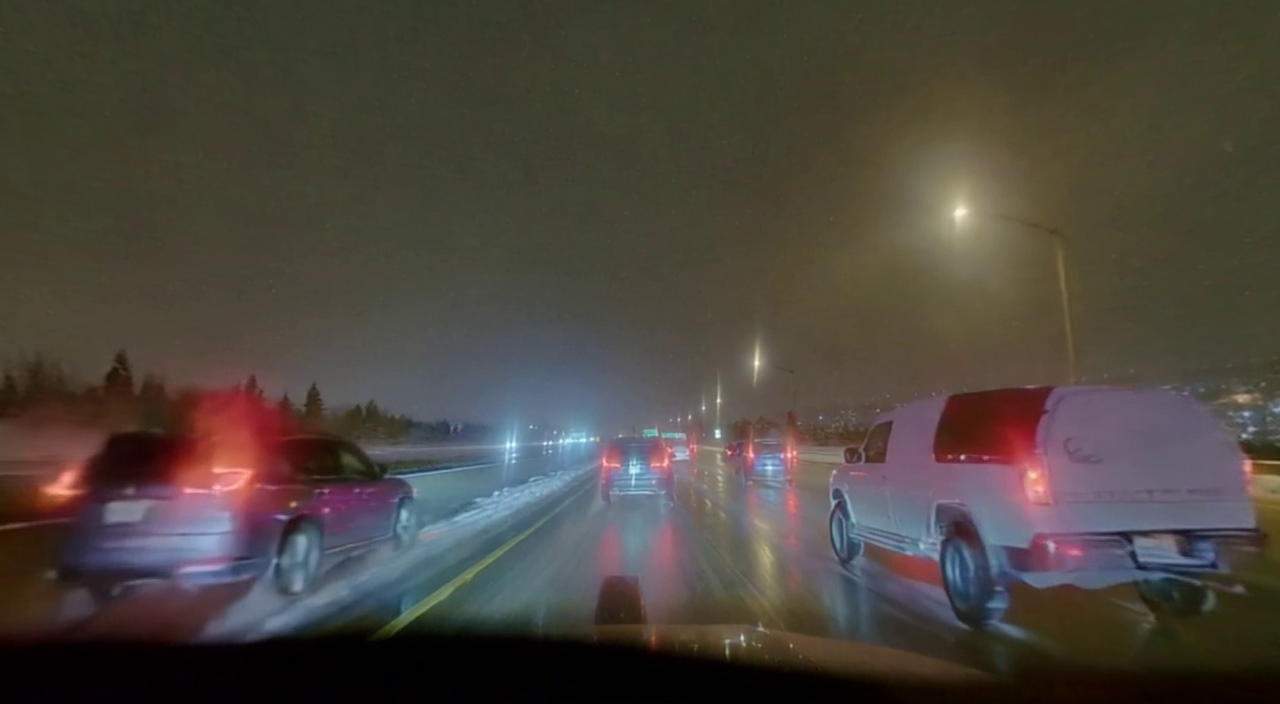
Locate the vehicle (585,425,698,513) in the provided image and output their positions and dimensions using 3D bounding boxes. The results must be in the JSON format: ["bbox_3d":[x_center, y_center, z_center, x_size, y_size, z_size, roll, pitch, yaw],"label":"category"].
[{"bbox_3d":[0.028,2.495,13.835,2.099,1.640,4.134,0,-9,0],"label":"vehicle"}]

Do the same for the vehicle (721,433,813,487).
[{"bbox_3d":[4.158,3.625,21.343,2.210,1.625,4.249,0,-9,-1],"label":"vehicle"}]

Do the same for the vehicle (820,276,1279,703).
[{"bbox_3d":[3.868,1.093,5.709,2.732,2.065,5.826,0,-9,0],"label":"vehicle"}]

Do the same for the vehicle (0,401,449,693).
[{"bbox_3d":[-3.538,1.370,5.704,2.011,1.510,4.698,0,-9,1],"label":"vehicle"}]
